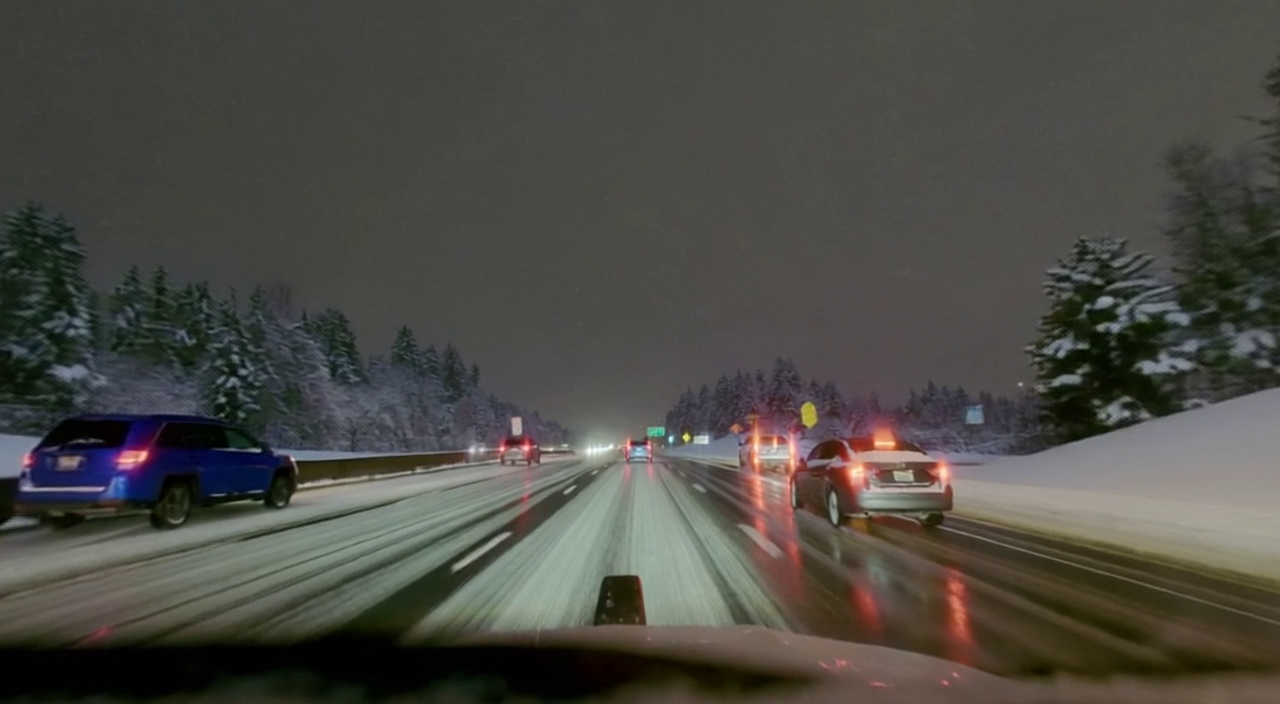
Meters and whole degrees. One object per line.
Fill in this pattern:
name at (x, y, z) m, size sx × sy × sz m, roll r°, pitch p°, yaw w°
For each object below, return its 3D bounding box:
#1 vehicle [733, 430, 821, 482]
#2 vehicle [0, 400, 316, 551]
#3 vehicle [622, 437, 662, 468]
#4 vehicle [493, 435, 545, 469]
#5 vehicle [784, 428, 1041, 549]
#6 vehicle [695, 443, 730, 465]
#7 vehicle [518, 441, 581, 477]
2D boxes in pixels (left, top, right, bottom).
vehicle at (5.029, 3.902, 23.763) m, size 2.335 × 1.759 × 4.297 m, roll 0°, pitch -9°, yaw 0°
vehicle at (-7.498, 1.866, 10.099) m, size 2.142 × 1.849 × 4.566 m, roll 0°, pitch -9°, yaw 0°
vehicle at (0.104, 5.794, 36.333) m, size 2.158 × 1.706 × 4.219 m, roll 0°, pitch -9°, yaw -1°
vehicle at (-6.896, 5.750, 36.375) m, size 2.111 × 1.811 × 4.391 m, roll 0°, pitch -9°, yaw 1°
vehicle at (3.955, 2.066, 10.236) m, size 2.141 × 1.507 × 4.510 m, roll 0°, pitch -9°, yaw 0°
vehicle at (4.986, 7.084, 43.836) m, size 1.944 × 1.465 × 4.245 m, roll 0°, pitch -9°, yaw 0°
vehicle at (-3.880, 4.689, 27.767) m, size 2.071 × 1.478 × 4.130 m, roll 0°, pitch -9°, yaw 1°
